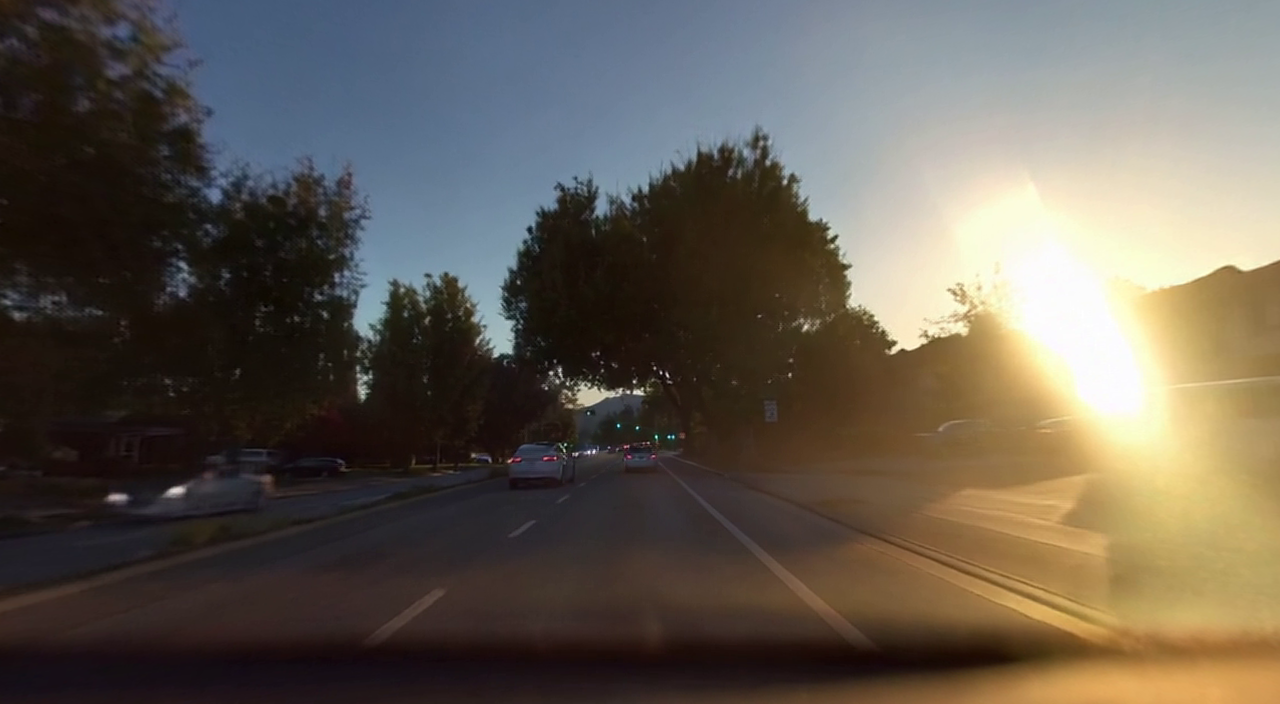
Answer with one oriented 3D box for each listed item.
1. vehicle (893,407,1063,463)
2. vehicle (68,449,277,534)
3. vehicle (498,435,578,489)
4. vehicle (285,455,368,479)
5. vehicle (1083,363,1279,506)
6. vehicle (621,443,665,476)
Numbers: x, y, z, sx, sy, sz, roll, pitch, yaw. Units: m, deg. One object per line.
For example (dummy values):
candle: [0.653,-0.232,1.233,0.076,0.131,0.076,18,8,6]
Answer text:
vehicle: [15.469,3.836,29.199,6.374,2.098,2.415,-3,-8,-1]
vehicle: [-12.091,3.558,16.867,2.070,1.752,4.629,-4,-8,0]
vehicle: [-3.583,3.946,23.055,2.157,1.771,4.452,0,-8,0]
vehicle: [-21.985,8.081,44.428,4.792,1.551,1.931,0,-8,-1]
vehicle: [11.318,1.306,10.734,5.552,2.070,2.533,-2,-8,-1]
vehicle: [0.166,5.329,31.646,2.062,1.518,3.901,0,-8,0]
